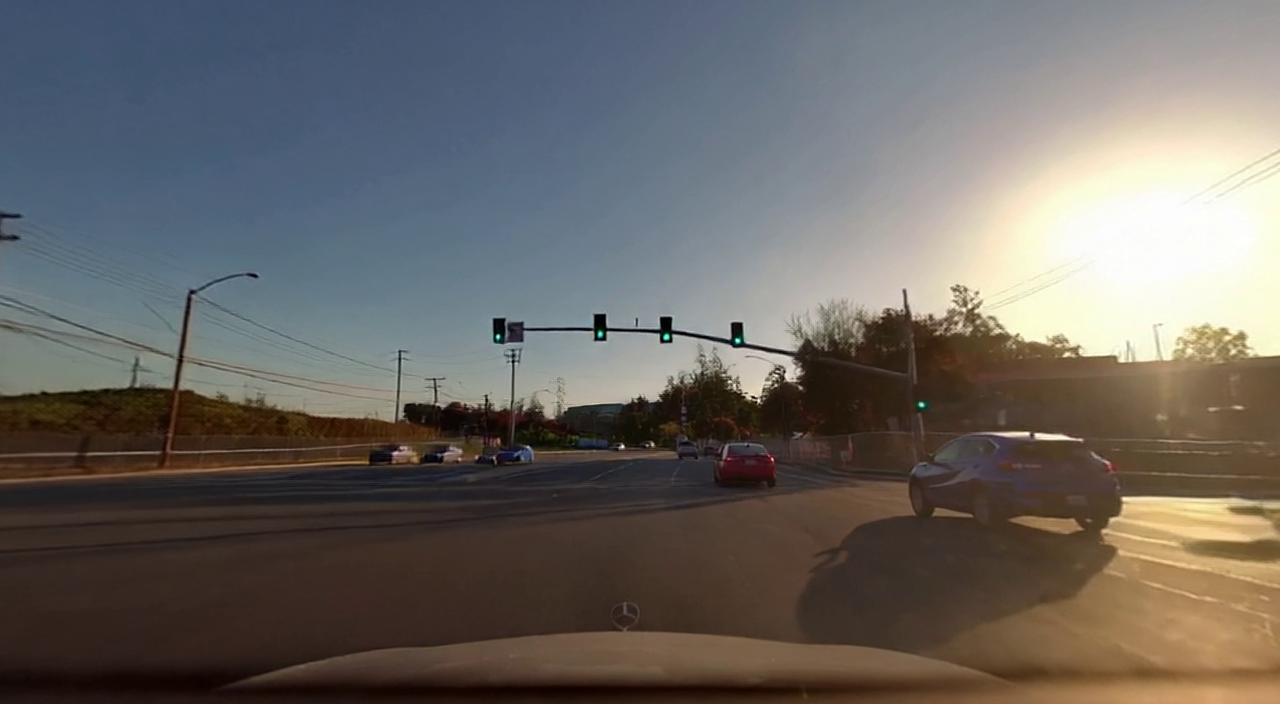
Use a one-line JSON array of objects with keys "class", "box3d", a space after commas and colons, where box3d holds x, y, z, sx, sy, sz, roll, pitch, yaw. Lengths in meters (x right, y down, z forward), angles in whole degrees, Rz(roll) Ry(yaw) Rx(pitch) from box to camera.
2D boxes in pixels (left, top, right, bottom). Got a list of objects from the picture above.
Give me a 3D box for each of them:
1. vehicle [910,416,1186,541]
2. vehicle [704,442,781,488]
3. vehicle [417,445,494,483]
[{"class": "vehicle", "box3d": [6.896, 2.167, 11.448, 2.029, 1.795, 4.371, 0, -8, 0]}, {"class": "vehicle", "box3d": [3.473, 3.926, 22.319, 2.035, 1.460, 4.392, 0, -8, 1]}, {"class": "vehicle", "box3d": [-8.342, 5.065, 29.092, 1.933, 1.502, 4.946, 0, -8, 2]}]
